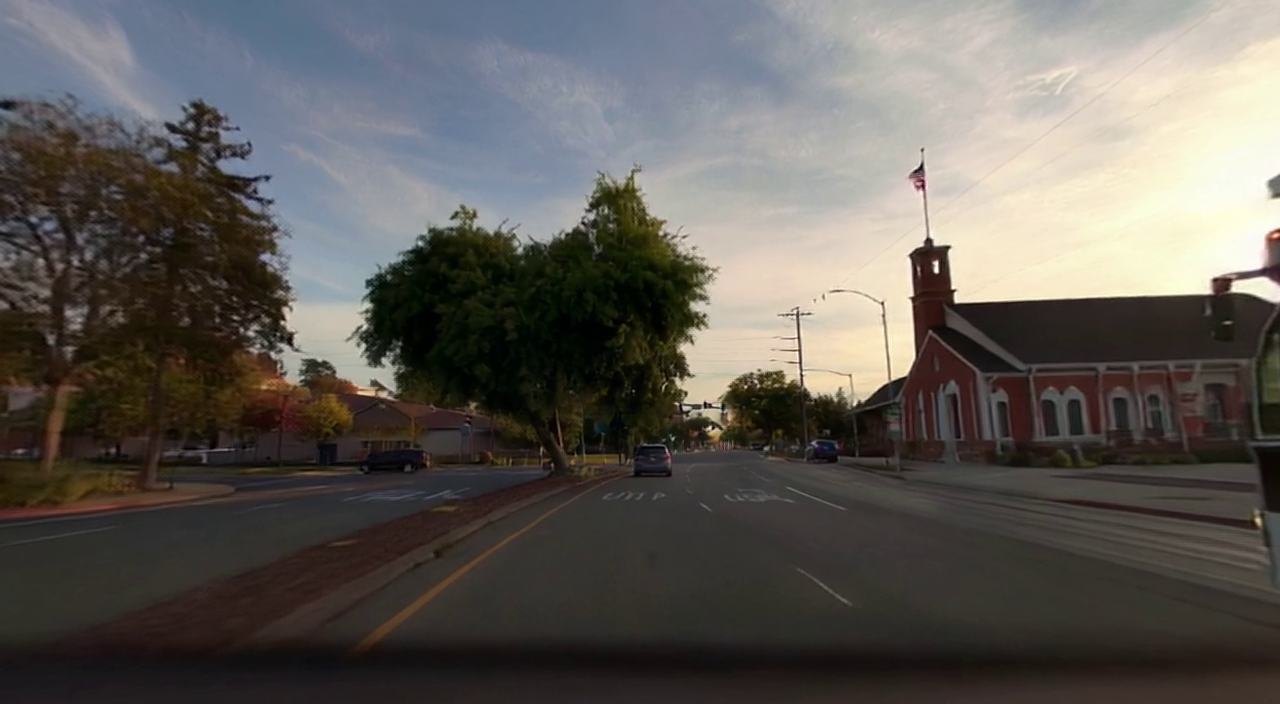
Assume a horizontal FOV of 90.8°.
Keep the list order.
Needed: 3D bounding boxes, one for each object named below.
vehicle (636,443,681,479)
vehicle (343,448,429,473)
[{"bbox_3d":[0.943,5.247,30.705,2.032,1.621,4.082,0,-9,3],"label":"vehicle"},{"bbox_3d":[-15.784,6.728,39.400,4.430,1.493,2.210,8,-12,-43],"label":"vehicle"}]
